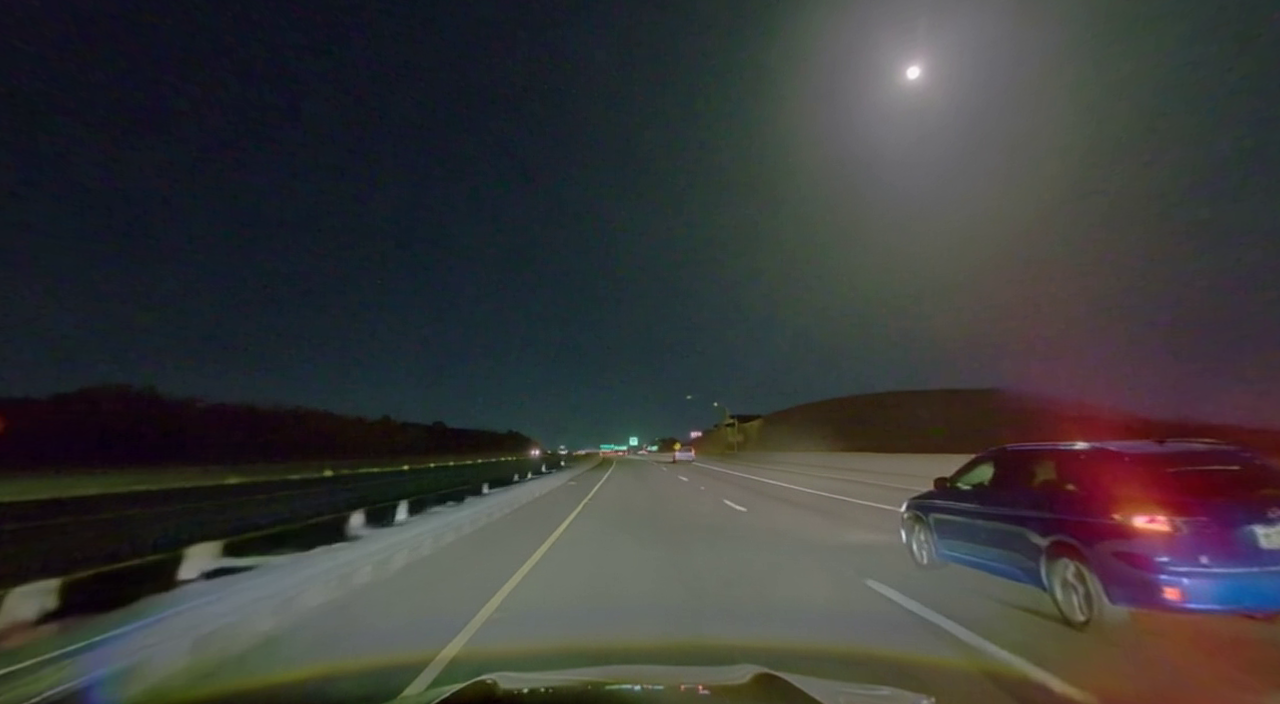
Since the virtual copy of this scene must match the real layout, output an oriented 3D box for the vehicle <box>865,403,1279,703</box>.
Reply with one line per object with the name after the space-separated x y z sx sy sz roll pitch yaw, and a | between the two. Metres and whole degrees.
3.624 1.360 5.019 2.002 1.604 4.265 0 -9 0 | vehicle
